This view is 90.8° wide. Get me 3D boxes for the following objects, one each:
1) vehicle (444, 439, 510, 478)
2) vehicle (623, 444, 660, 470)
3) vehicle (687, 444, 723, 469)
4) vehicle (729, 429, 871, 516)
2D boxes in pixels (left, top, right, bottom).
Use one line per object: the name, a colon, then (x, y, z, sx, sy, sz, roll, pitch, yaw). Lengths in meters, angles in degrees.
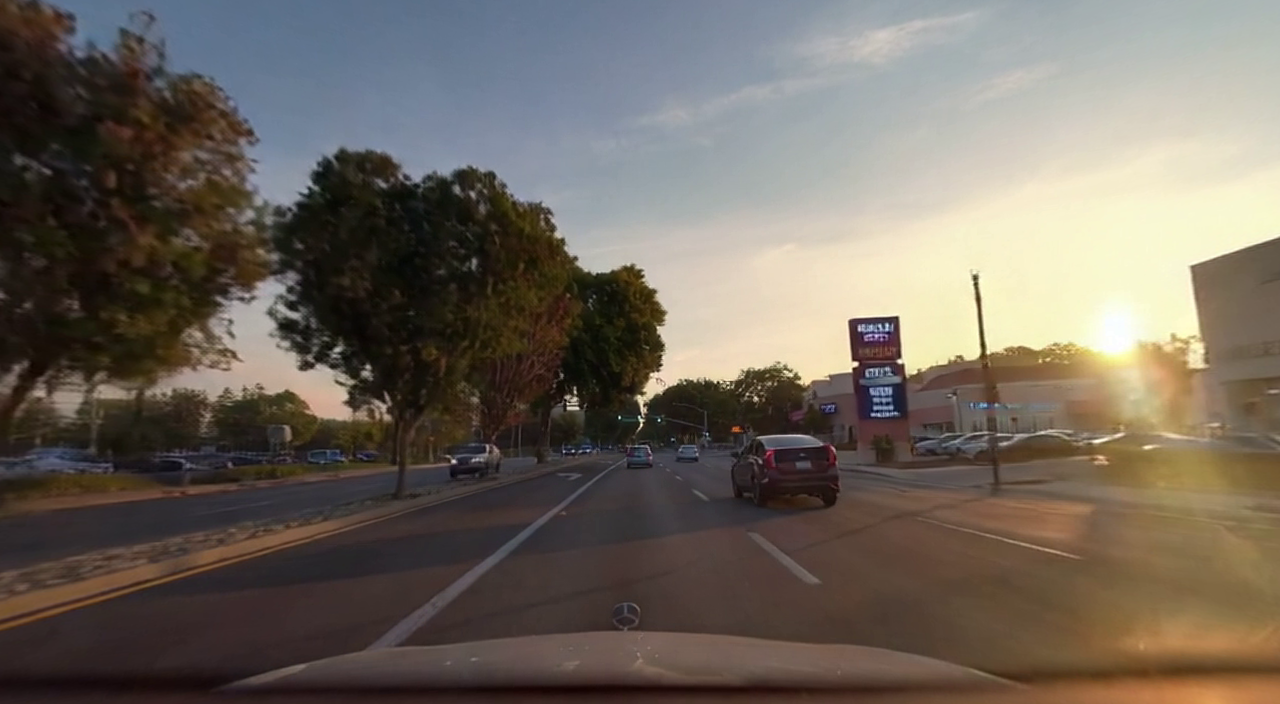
vehicle: (-8.455, 5.538, 33.254, 2.142, 1.872, 4.689, 0, -8, 1)
vehicle: (0.082, 6.387, 38.722, 2.135, 1.468, 4.076, 0, -8, 0)
vehicle: (4.135, 6.684, 40.673, 1.889, 1.473, 4.303, 0, -8, 0)
vehicle: (3.377, 2.640, 14.332, 2.022, 1.643, 4.326, 0, -8, -1)
